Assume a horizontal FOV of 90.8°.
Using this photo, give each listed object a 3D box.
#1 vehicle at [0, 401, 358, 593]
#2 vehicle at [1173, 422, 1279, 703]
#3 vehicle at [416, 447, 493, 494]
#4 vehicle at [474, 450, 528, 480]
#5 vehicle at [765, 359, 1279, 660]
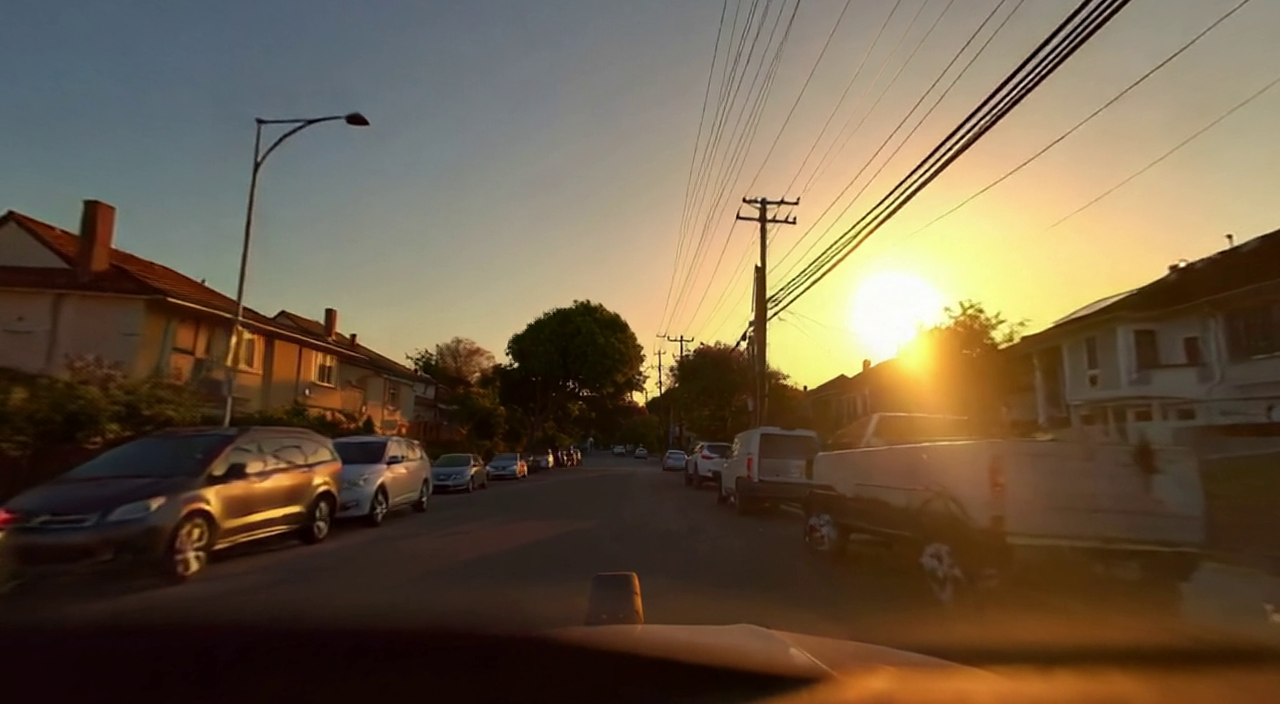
[{"bbox_3d":[-6.009,1.818,8.830,2.034,1.923,4.713,0,-8,-1],"label":"vehicle"},{"bbox_3d":[3.883,0.839,1.177,1.990,1.521,4.153,0,-8,-3],"label":"vehicle"},{"bbox_3d":[-6.650,4.265,23.201,1.866,1.474,4.753,1,-8,-6],"label":"vehicle"},{"bbox_3d":[-6.955,5.669,32.061,1.958,1.359,4.357,0,-8,-3],"label":"vehicle"},{"bbox_3d":[3.211,1.466,7.138,2.237,2.071,5.332,0,-8,-3],"label":"vehicle"}]
